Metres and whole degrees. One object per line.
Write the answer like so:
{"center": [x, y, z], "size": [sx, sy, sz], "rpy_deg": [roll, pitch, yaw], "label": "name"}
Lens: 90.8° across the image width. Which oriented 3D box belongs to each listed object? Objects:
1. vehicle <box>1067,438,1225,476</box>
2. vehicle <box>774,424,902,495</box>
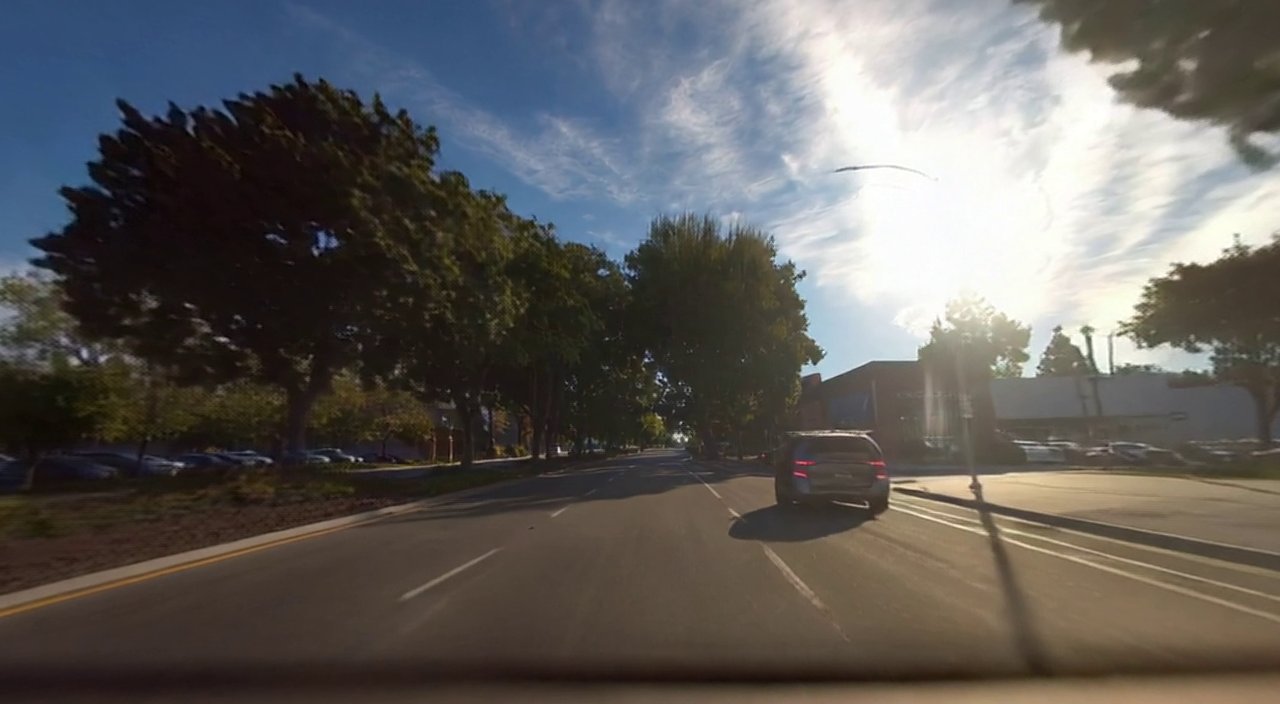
{"center": [20.914, 4.357, 26.305], "size": [4.698, 1.465, 1.914], "rpy_deg": [-1, -8, 6], "label": "vehicle"}
{"center": [6.643, 3.470, 20.788], "size": [2.477, 1.991, 5.157], "rpy_deg": [-6, -10, 35], "label": "vehicle"}
